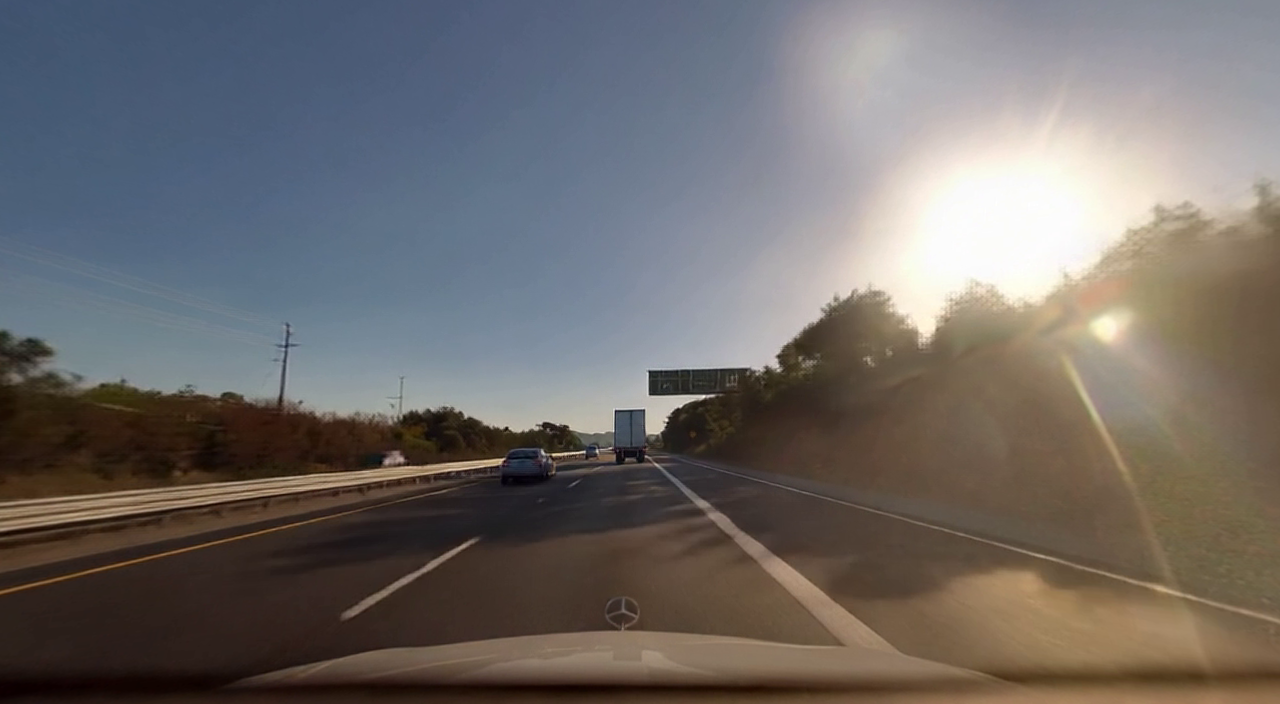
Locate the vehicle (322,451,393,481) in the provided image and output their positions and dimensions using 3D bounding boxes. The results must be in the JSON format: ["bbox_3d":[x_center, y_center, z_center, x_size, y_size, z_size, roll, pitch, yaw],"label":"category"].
[{"bbox_3d":[-14.880,6.001,33.494,1.828,1.446,4.161,0,-9,0],"label":"vehicle"}]

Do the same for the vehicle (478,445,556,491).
[{"bbox_3d":[-4.342,4.146,22.961,1.978,1.507,4.062,0,-9,1],"label":"vehicle"}]
